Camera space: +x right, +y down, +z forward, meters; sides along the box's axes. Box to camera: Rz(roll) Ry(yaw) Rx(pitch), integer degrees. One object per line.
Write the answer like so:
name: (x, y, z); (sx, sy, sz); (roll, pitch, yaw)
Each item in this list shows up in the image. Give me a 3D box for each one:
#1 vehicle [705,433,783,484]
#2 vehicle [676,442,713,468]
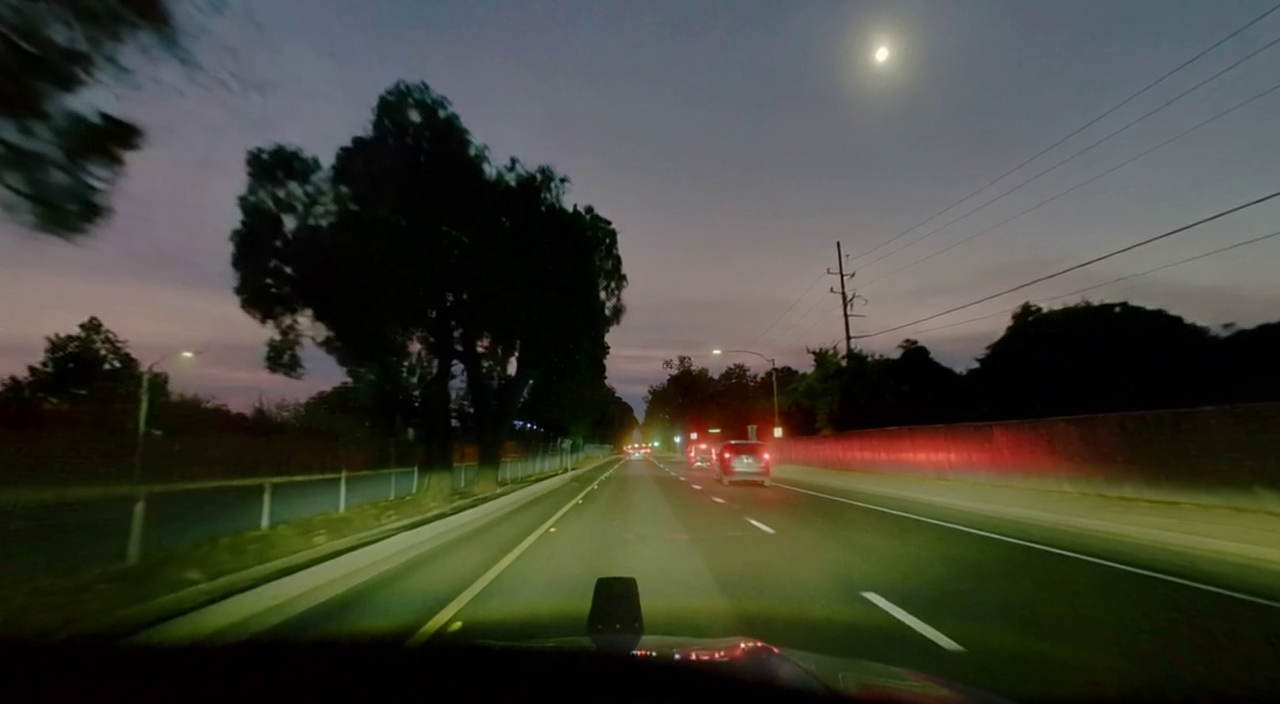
vehicle: (3.950, 4.145, 24.891); (2.112, 1.825, 4.574); (0, -9, -2)
vehicle: (3.688, 7.080, 43.500); (2.012, 1.653, 4.115); (0, -9, -2)
